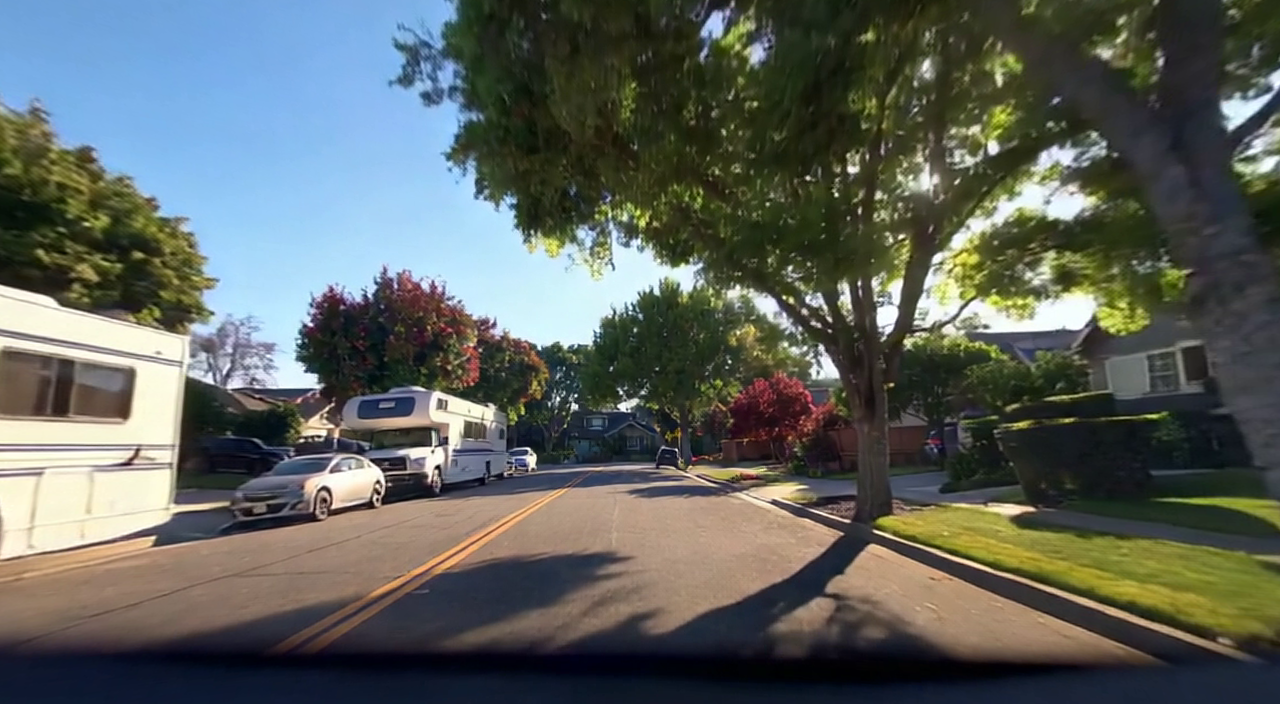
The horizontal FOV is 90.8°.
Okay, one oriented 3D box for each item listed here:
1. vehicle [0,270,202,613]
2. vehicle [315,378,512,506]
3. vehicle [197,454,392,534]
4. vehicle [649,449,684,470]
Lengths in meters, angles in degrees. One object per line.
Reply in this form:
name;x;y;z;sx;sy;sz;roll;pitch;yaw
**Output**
vehicle;-7.334;0.533;3.861;2.889;3.119;8.837;0;-8;0
vehicle;-7.432;3.477;23.394;3.103;3.479;11.801;-1;-10;-1
vehicle;-7.462;3.068;14.319;1.932;1.438;4.552;0;-8;-1
vehicle;1.932;7.978;47.076;2.167;1.479;4.597;1;-8;-3
